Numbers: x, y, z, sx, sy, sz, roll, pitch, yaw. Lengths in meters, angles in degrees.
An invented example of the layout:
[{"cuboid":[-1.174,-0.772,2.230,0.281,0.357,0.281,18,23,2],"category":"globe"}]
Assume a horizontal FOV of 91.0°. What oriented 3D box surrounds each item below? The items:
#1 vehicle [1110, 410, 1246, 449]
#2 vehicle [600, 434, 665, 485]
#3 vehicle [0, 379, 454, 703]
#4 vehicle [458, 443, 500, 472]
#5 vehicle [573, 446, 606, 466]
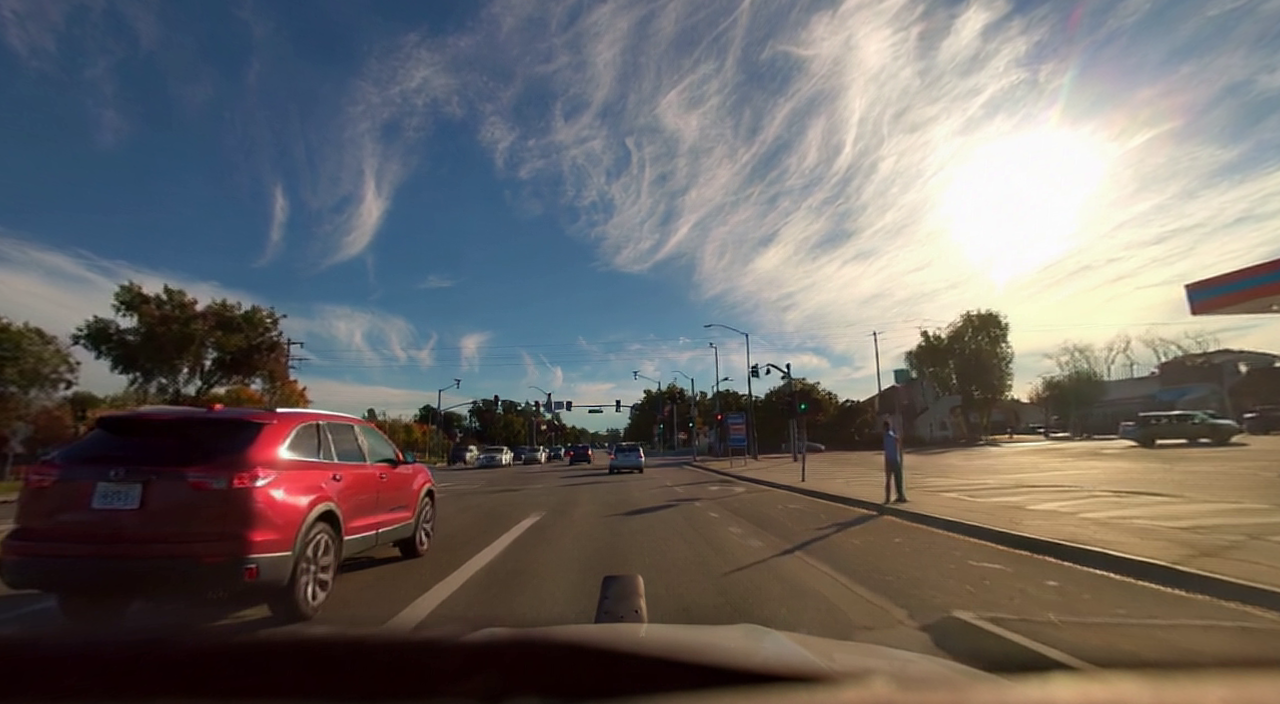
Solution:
[{"cuboid":[27.838,4.047,32.683,5.102,1.893,2.120,0,-9,-2],"category":"vehicle"},{"cuboid":[-0.397,4.633,27.531,2.552,1.999,5.498,0,-8,-2],"category":"vehicle"},{"cuboid":[-3.541,1.369,5.783,2.247,1.734,4.919,0,-8,-1],"category":"vehicle"},{"cuboid":[-12.568,8.261,49.555,2.172,2.109,5.009,0,-8,-2],"category":"vehicle"},{"cuboid":[-3.968,8.242,49.929,2.192,1.458,4.594,0,-8,1],"category":"vehicle"}]
